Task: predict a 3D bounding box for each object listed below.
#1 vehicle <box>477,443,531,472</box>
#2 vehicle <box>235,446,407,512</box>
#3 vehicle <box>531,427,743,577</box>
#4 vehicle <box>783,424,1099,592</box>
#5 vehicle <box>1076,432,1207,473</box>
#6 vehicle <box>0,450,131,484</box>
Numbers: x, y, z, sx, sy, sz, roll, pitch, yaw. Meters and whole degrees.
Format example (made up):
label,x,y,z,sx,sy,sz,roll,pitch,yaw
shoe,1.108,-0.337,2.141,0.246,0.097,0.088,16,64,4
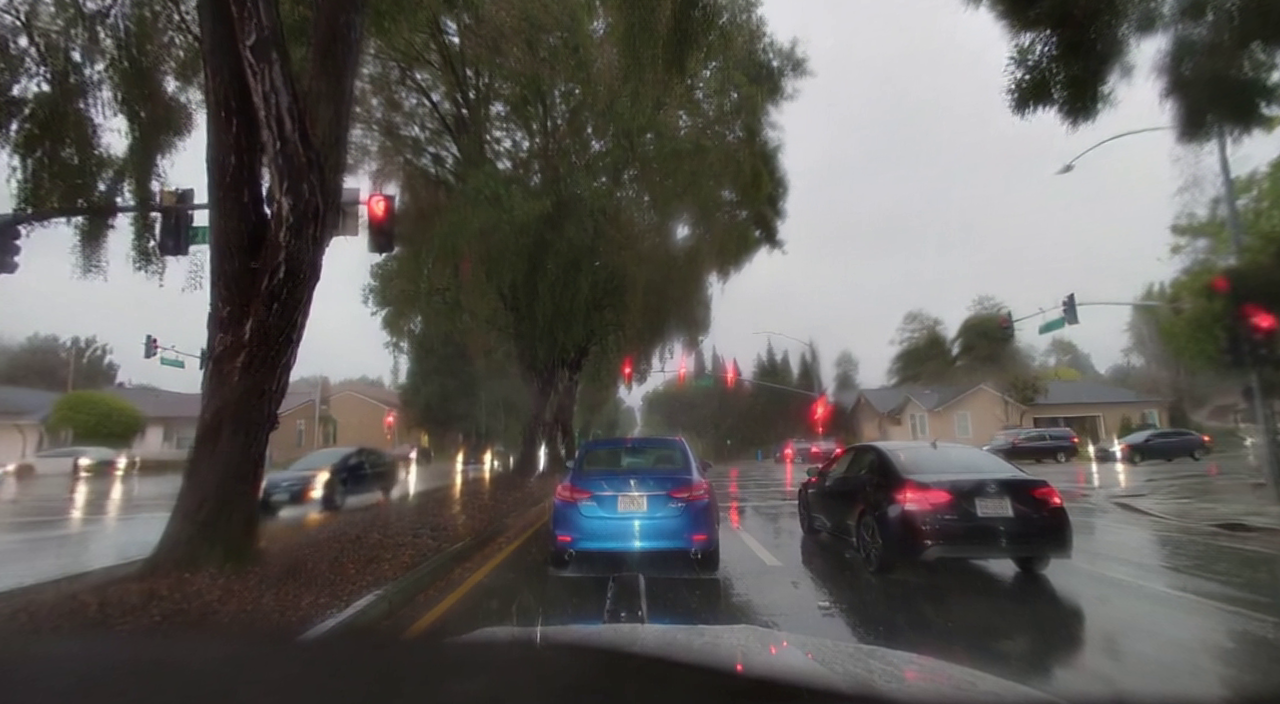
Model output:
label,x,y,z,sx,sy,sz,roll,pitch,yaw
vehicle,-7.552,5.896,35.572,2.003,1.480,4.633,0,-8,0
vehicle,-7.585,3.025,15.580,2.040,1.374,4.150,0,-8,0
vehicle,-0.056,1.798,8.390,2.103,1.478,4.073,0,-8,-1
vehicle,3.196,1.724,7.831,1.913,1.505,4.097,0,-8,0
vehicle,23.989,4.792,30.330,4.520,1.762,2.005,-2,-8,-1
vehicle,-28.139,5.608,31.050,4.538,1.591,1.949,0,-8,1
